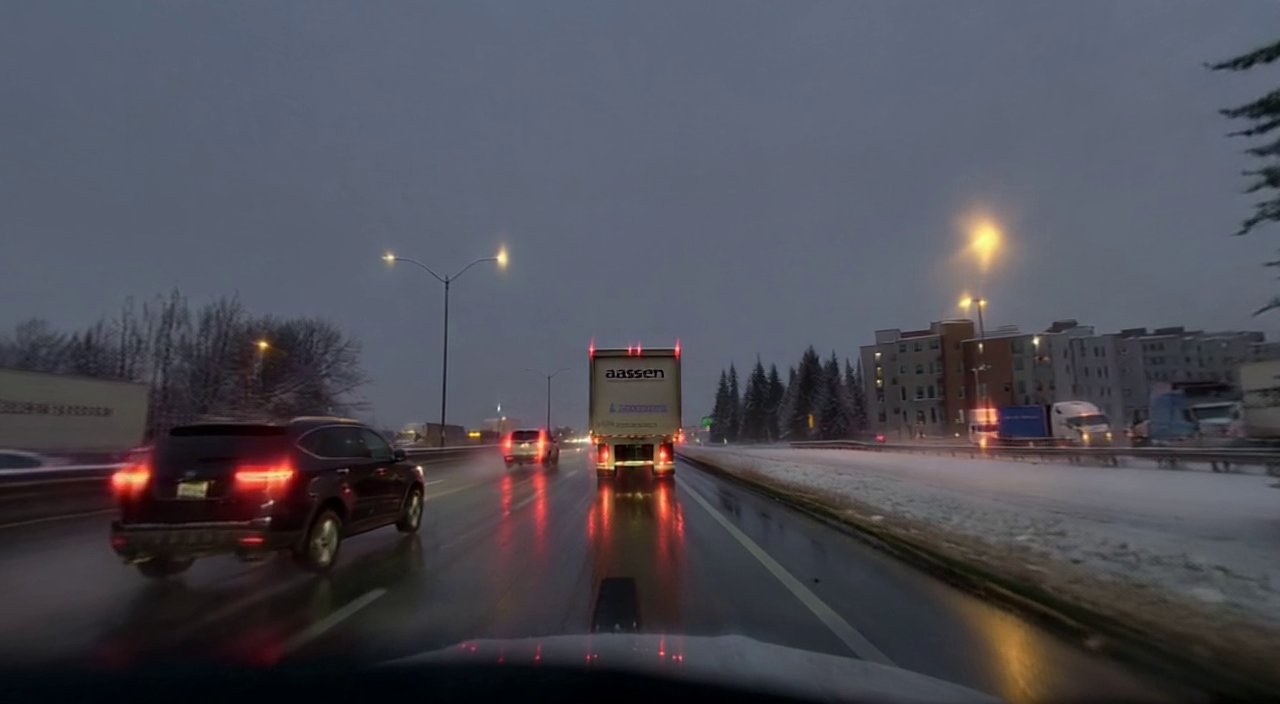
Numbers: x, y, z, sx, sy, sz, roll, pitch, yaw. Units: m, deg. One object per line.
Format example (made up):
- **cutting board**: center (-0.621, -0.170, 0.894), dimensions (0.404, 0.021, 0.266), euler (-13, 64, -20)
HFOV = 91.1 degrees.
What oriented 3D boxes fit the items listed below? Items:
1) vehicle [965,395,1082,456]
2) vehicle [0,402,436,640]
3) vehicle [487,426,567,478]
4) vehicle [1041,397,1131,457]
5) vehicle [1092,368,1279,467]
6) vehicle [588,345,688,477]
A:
- **vehicle**: center (18.955, 3.737, 31.516), dimensions (2.432, 2.753, 5.388), euler (0, -8, 1)
- **vehicle**: center (-3.741, 1.377, 6.261), dimensions (1.964, 1.507, 4.361), euler (0, -8, 0)
- **vehicle**: center (-3.704, 3.351, 21.393), dimensions (1.946, 1.599, 4.073), euler (0, -8, 0)
- **vehicle**: center (19.599, 3.330, 27.779), dimensions (1.658, 2.523, 2.851), euler (0, -8, -1)
- **vehicle**: center (19.381, 2.386, 22.160), dimensions (2.443, 3.006, 5.844), euler (0, -8, 0)
- **vehicle**: center (-0.105, 2.615, 25.625), dimensions (3.171, 4.204, 11.036), euler (0, -8, 0)
